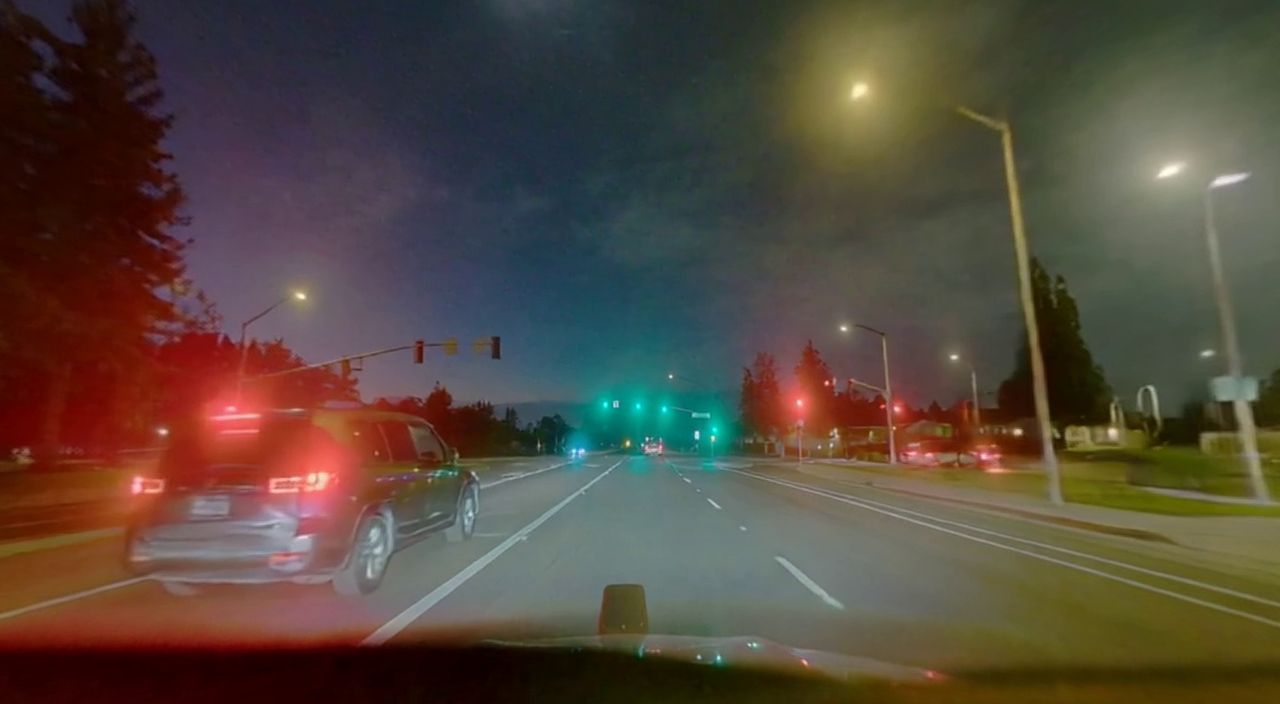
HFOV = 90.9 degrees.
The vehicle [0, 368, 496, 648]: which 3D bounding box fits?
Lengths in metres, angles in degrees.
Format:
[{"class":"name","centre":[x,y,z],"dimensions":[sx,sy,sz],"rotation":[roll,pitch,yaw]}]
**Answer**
[{"class":"vehicle","centre":[-3.506,1.411,6.905],"dimensions":[2.459,1.825,5.380],"rotation":[-1,-8,2]}]

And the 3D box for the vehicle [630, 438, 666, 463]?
[{"class":"vehicle","centre":[0.536,7.202,46.193],"dimensions":[2.437,1.737,4.420],"rotation":[0,-8,-1]}]
